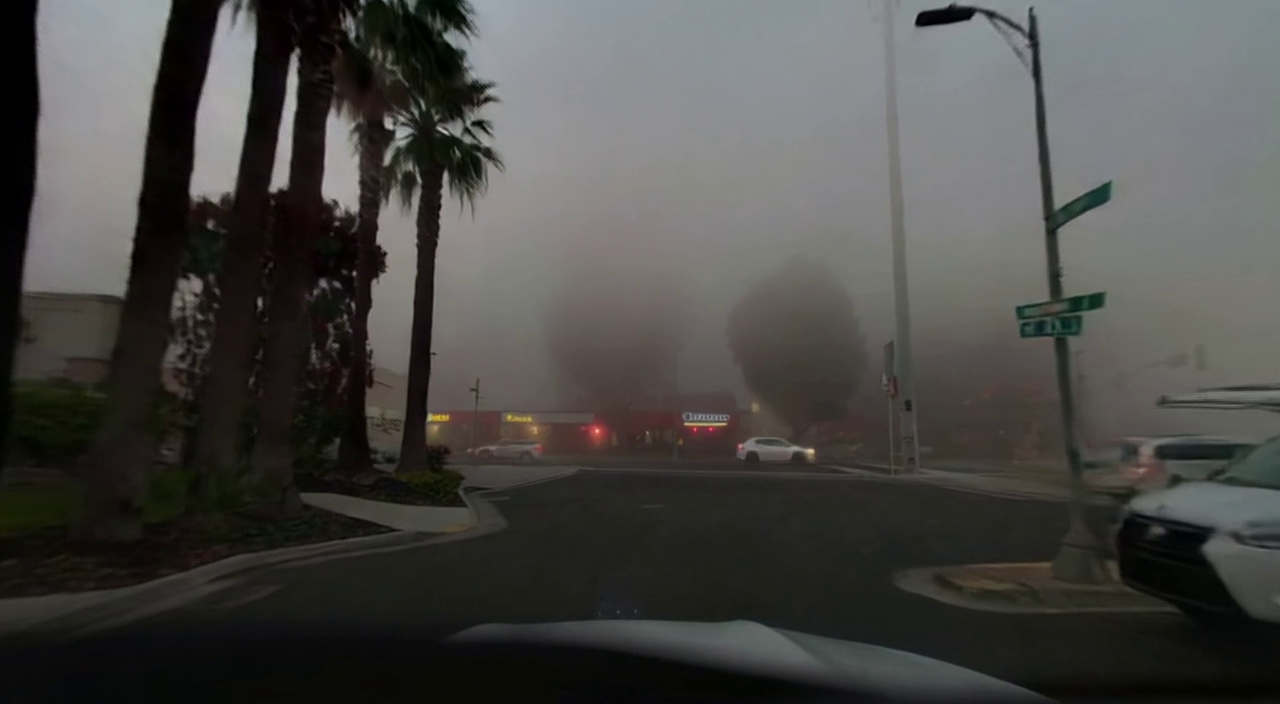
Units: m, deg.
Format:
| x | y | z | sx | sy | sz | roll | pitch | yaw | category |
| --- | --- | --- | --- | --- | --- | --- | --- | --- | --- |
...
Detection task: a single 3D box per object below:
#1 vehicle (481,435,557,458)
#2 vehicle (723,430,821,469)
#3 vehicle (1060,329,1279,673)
| x | y | z | sx | sy | sz | roll | pitch | yaw | category |
| --- | --- | --- | --- | --- | --- | --- | --- | --- | --- |
| -8.175 | 6.455 | 43.116 | 4.850 | 1.472 | 1.777 | 1 | -8 | -3 | vehicle |
| 6.315 | 4.723 | 30.627 | 4.211 | 1.756 | 2.158 | 1 | -8 | -2 | vehicle |
| 5.837 | 0.944 | 4.261 | 4.656 | 1.886 | 1.915 | 1 | -8 | -4 | vehicle |
